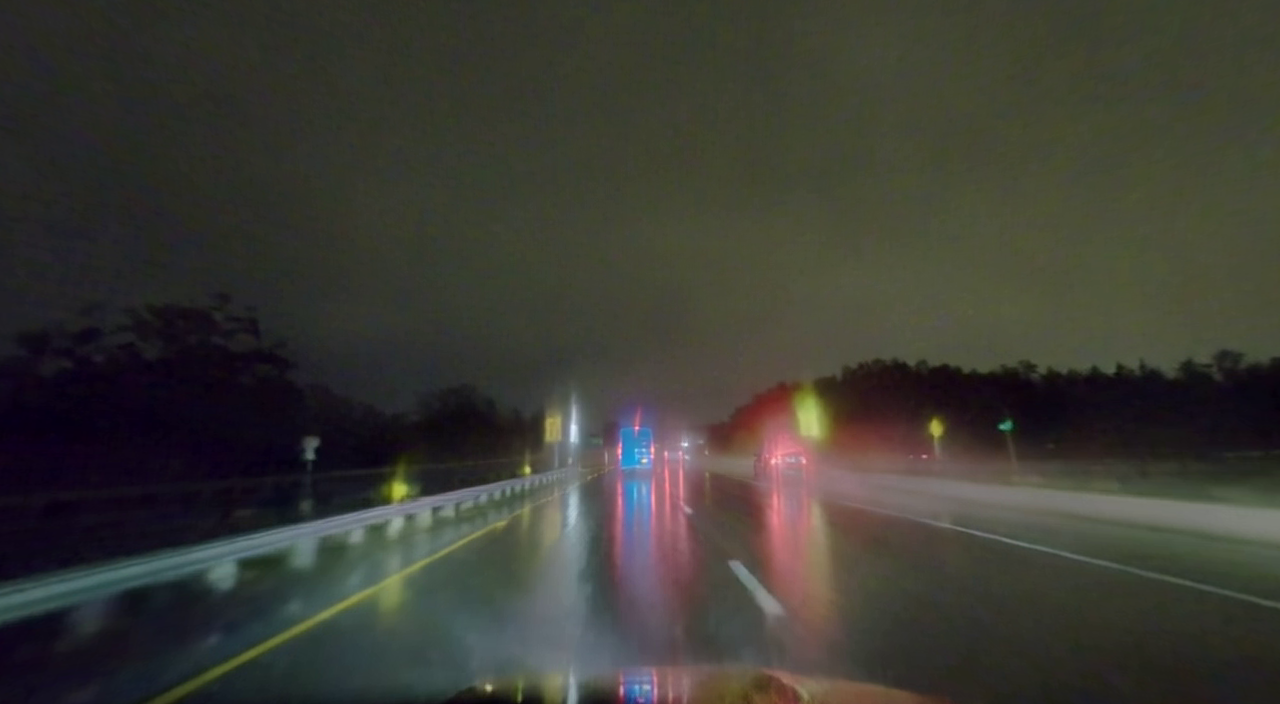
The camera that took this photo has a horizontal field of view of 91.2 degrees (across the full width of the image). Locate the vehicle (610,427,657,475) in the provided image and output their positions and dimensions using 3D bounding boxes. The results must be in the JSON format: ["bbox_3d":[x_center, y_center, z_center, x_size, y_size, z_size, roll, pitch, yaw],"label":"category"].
[{"bbox_3d":[-0.371,5.878,37.250,2.560,2.598,5.581,0,-9,0],"label":"vehicle"}]
